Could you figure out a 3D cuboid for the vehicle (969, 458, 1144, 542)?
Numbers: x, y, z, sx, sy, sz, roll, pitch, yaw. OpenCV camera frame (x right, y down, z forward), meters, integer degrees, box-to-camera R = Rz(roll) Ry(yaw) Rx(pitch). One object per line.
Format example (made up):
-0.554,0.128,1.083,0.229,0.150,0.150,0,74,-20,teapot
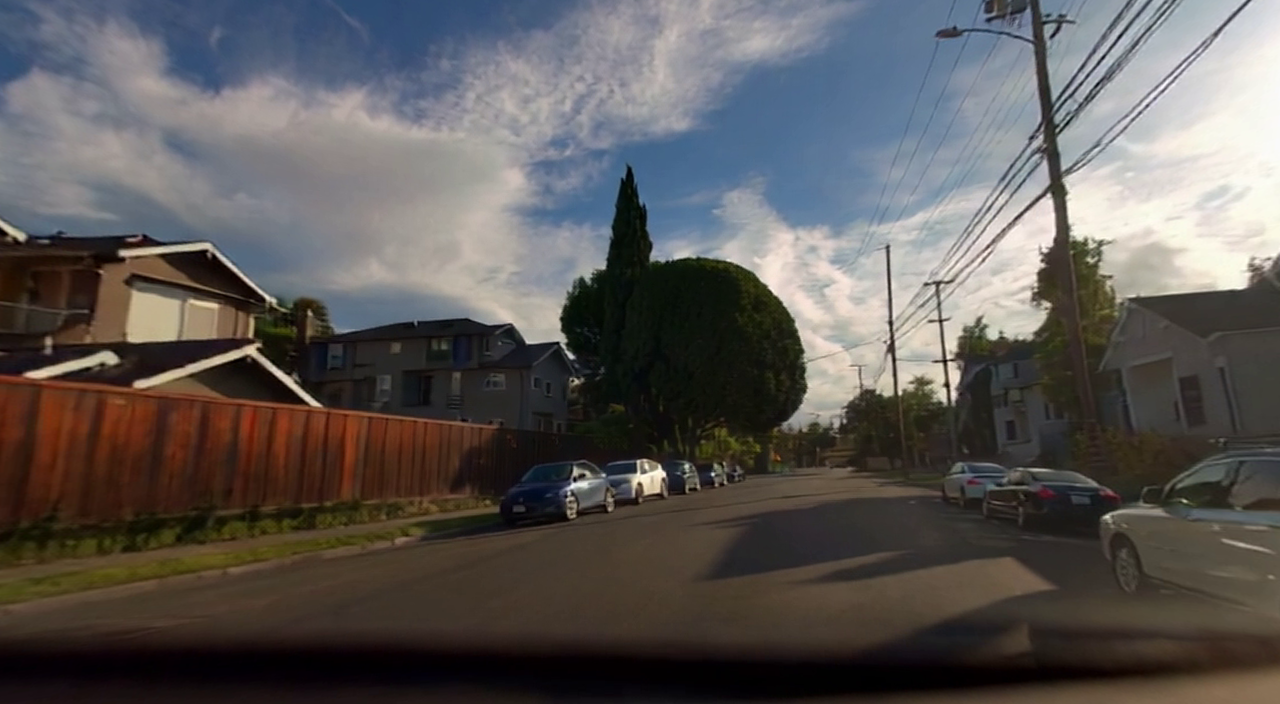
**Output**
8.517,2.982,13.403,1.887,1.435,4.161,-3,-10,17,vehicle

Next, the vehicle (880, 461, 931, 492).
14.347,6.700,34.406,1.979,1.480,4.500,-3,-9,16,vehicle

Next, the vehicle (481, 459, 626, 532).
-1.927,3.441,15.817,1.930,1.478,4.731,-2,-9,14,vehicle

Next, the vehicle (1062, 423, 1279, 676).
5.784,1.479,5.164,2.439,1.670,4.631,-2,-9,15,vehicle
